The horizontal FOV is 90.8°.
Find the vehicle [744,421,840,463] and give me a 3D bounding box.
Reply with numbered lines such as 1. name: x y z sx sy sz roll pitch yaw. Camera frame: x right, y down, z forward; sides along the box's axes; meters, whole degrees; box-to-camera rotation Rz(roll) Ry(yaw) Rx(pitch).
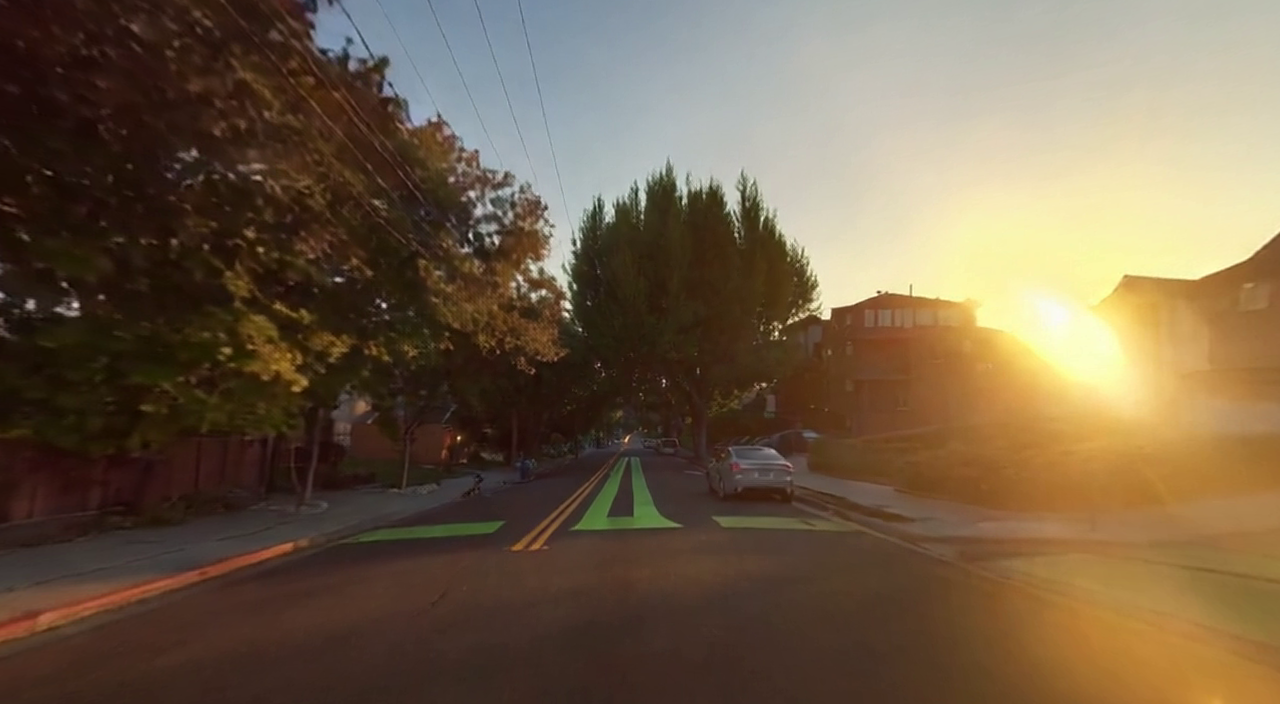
1. vehicle: 8.896 5.273 37.148 4.922 1.846 1.941 -5 -8 -6

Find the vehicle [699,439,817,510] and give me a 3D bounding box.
1. vehicle: 2.894 3.134 16.873 1.989 1.545 5.423 0 -8 -1
